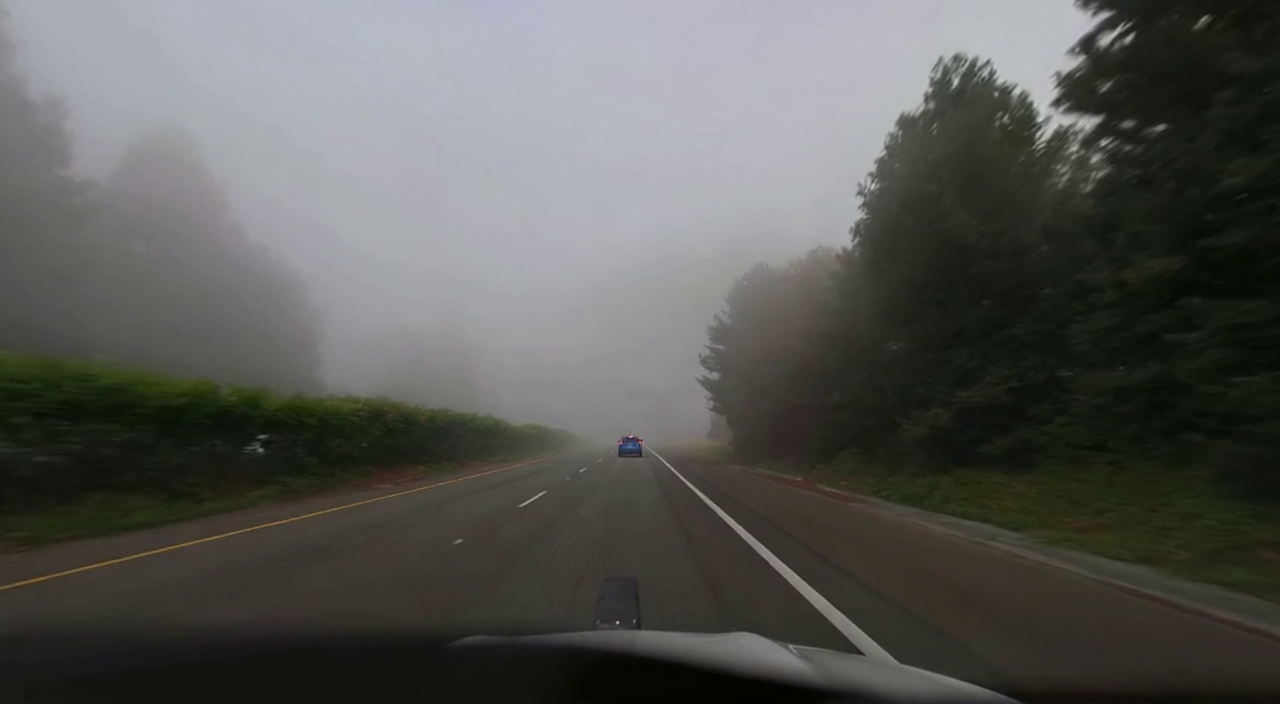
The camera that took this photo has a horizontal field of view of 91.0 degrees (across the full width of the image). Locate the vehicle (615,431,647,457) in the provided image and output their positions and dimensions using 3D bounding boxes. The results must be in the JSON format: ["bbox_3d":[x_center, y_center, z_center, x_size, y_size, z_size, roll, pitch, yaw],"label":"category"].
[{"bbox_3d":[-0.640,6.574,45.147,2.180,1.717,4.139,0,-8,-1],"label":"vehicle"}]
